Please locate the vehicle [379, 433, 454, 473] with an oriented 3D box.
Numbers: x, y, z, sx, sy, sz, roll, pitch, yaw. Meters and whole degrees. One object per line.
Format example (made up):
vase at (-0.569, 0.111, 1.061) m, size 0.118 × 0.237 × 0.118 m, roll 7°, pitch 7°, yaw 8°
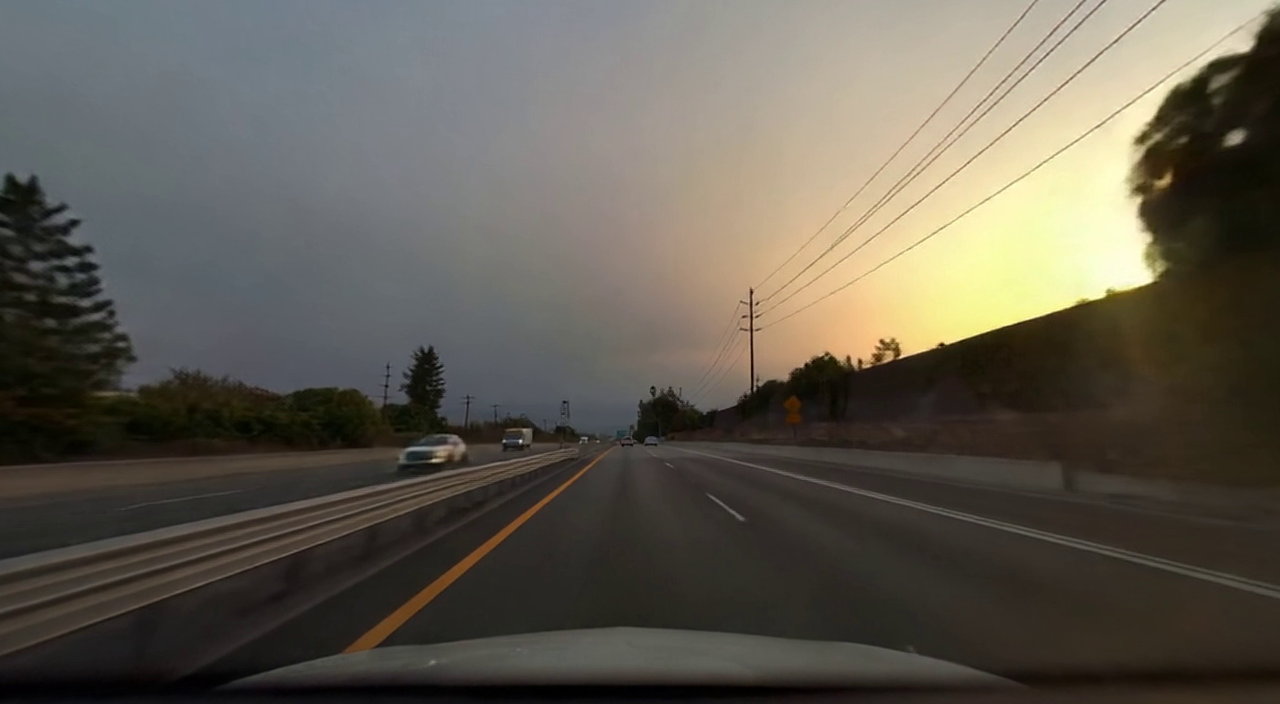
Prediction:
vehicle at (-9.749, 4.411, 27.858) m, size 1.865 × 1.622 × 4.311 m, roll 1°, pitch -8°, yaw -2°
